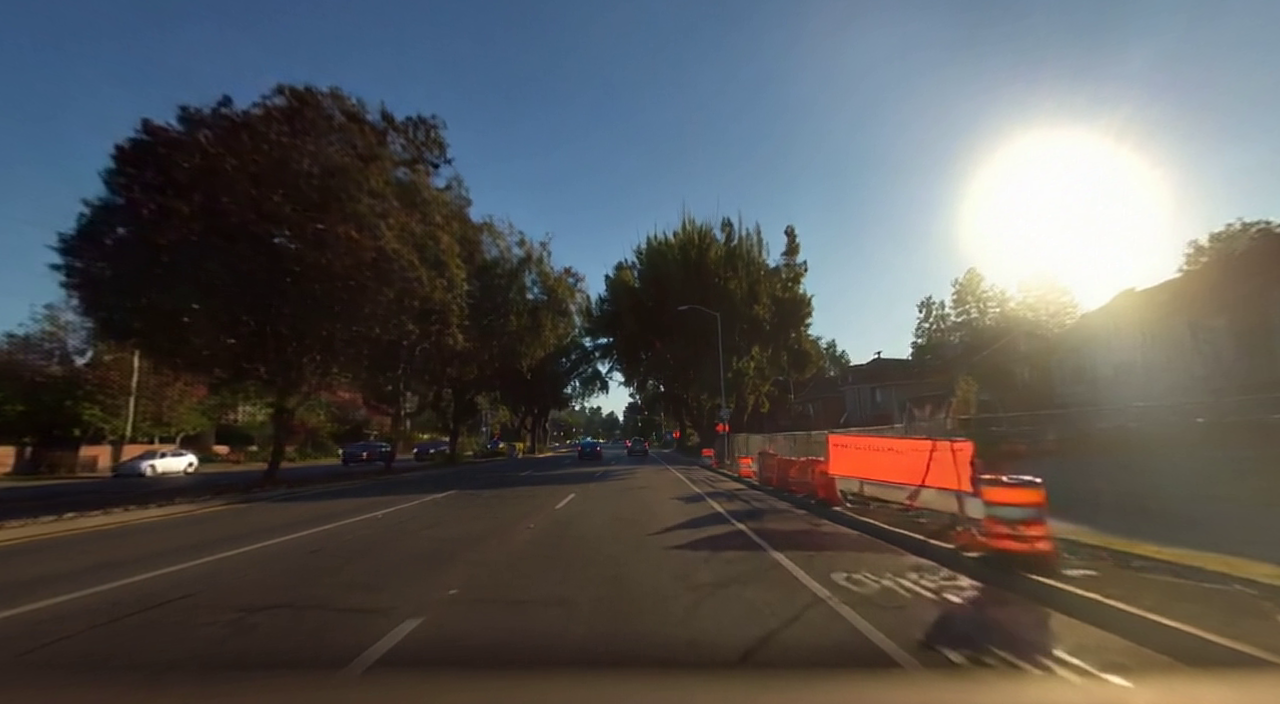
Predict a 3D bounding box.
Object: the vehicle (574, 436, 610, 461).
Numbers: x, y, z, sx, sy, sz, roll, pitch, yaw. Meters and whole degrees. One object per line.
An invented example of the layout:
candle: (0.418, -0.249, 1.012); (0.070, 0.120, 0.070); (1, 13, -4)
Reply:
vehicle: (-3.336, 6.805, 44.649); (2.198, 1.663, 4.519); (0, -8, 1)

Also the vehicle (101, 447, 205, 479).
vehicle: (-24.788, 5.643, 32.278); (1.834, 1.502, 4.346); (0, -8, 0)

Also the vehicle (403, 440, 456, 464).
vehicle: (-14.152, 6.713, 42.530); (1.953, 1.509, 4.452); (0, -8, 1)

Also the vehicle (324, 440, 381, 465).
vehicle: (-20.965, 7.346, 46.146); (2.020, 1.685, 4.491); (0, -8, 0)
